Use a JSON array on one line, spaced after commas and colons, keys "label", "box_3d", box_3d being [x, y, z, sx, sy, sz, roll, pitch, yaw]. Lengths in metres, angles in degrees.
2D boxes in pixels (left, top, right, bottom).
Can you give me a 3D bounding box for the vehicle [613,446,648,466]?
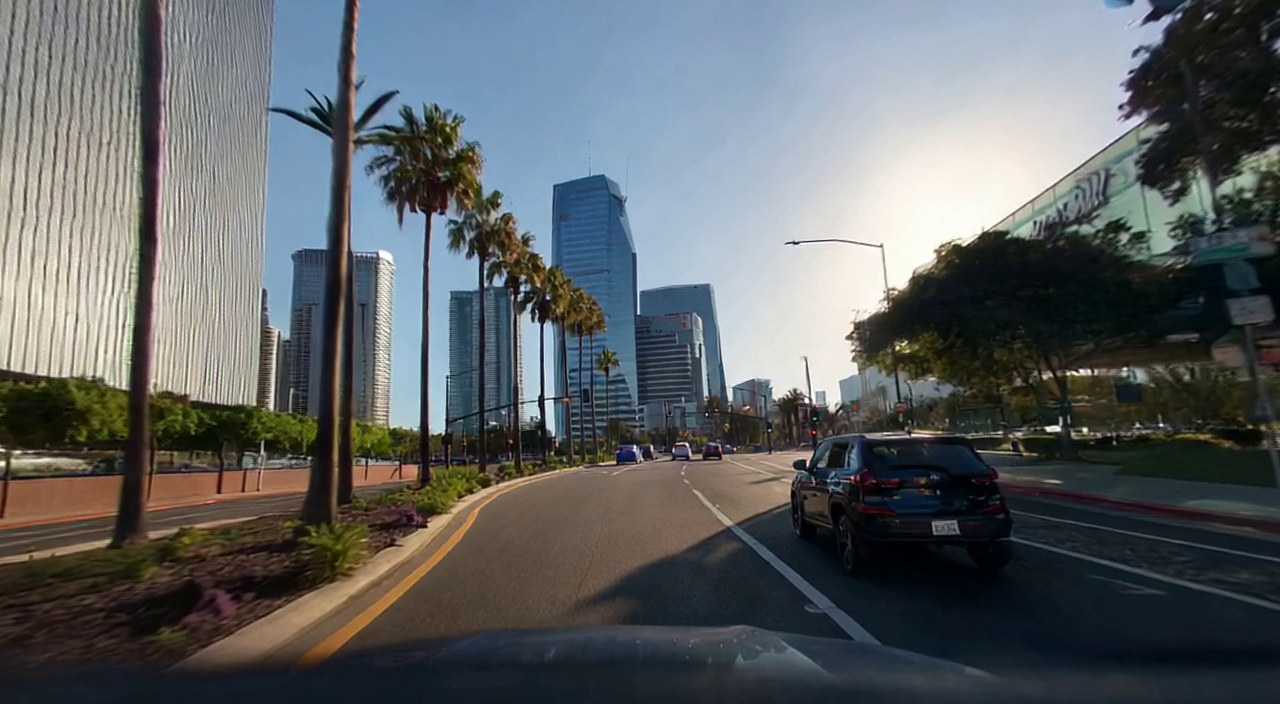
[{"label": "vehicle", "box_3d": [-0.688, 8.100, 49.441, 1.962, 1.480, 4.605, -2, -9, 9]}]
